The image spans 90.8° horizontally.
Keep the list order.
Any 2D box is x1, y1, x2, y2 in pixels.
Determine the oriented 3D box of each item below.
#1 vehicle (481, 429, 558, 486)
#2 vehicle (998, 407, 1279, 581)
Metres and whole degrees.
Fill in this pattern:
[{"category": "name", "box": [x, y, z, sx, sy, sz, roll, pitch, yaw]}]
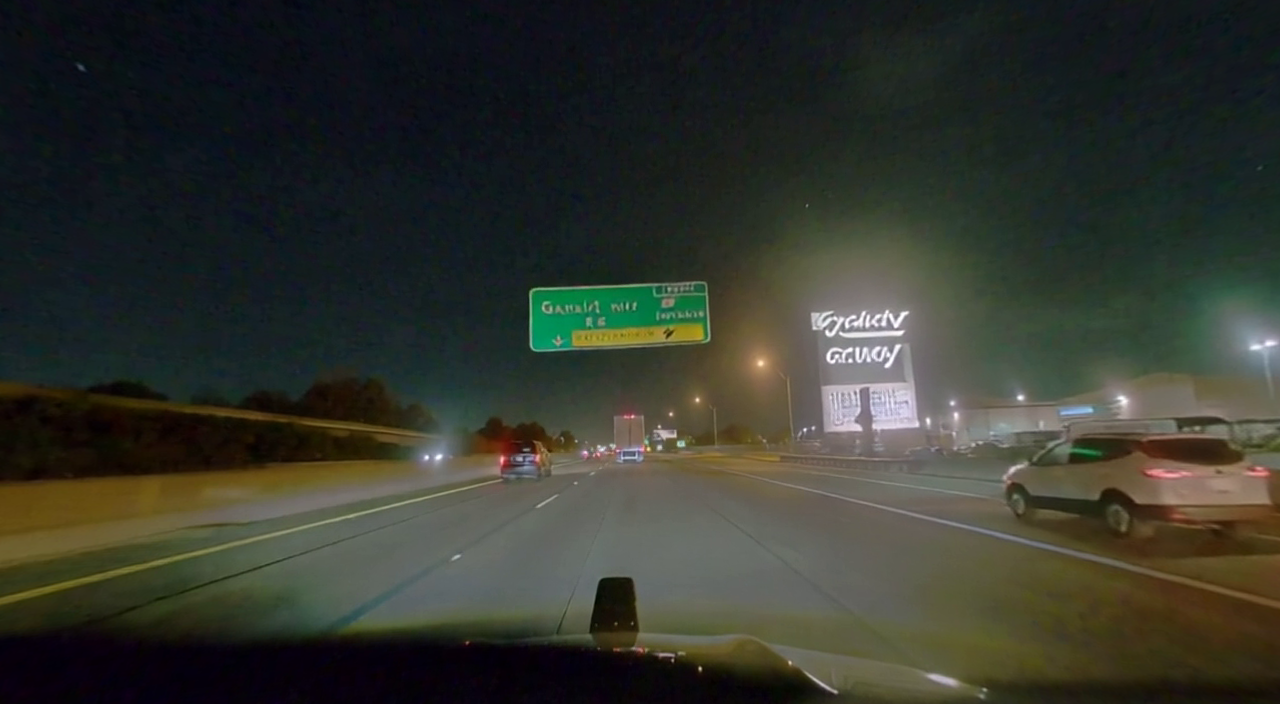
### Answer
[{"category": "vehicle", "box": [-4.460, 4.006, 24.196, 2.095, 1.930, 4.680, 0, -9, -1]}, {"category": "vehicle", "box": [6.956, 1.697, 8.320, 1.928, 1.686, 4.182, 0, -9, -1]}]
